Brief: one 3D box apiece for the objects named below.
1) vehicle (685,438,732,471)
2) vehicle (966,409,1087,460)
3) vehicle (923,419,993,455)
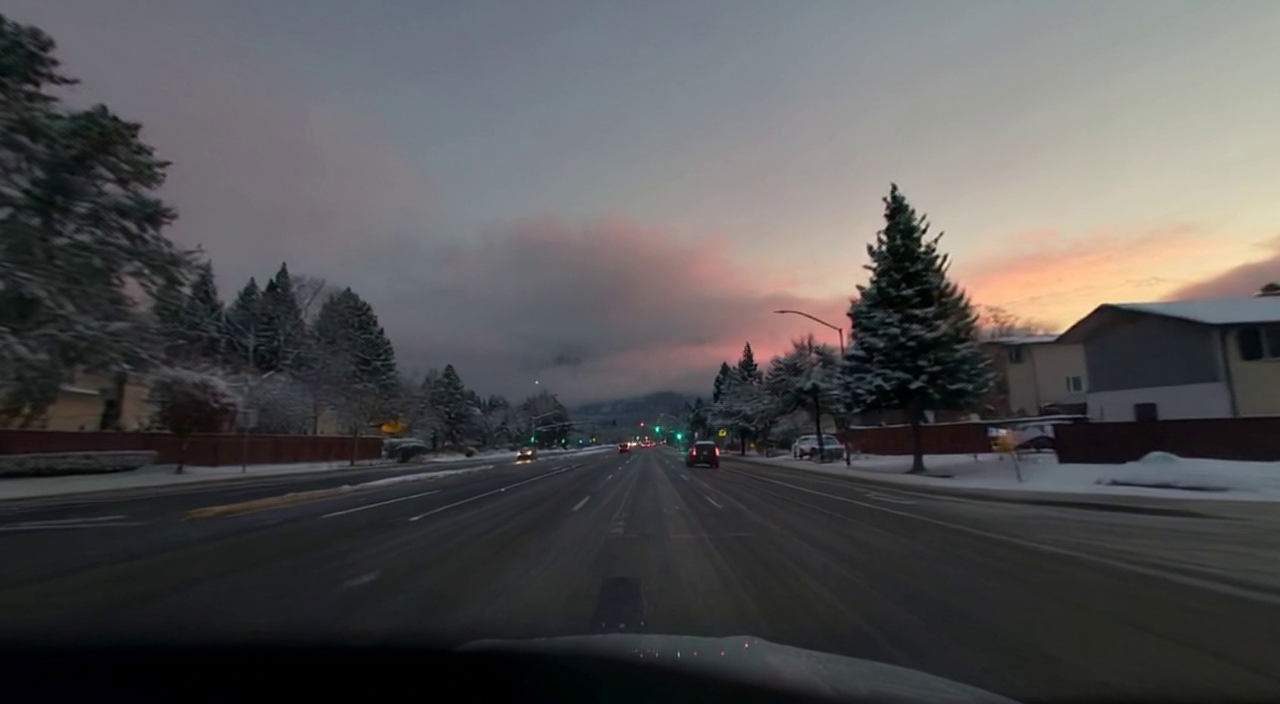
[{"bbox_3d":[3.866,5.911,36.455,2.114,1.780,4.445,0,-8,-1],"label":"vehicle"},{"bbox_3d":[15.498,3.388,25.678,2.084,1.868,5.067,-1,-8,5],"label":"vehicle"},{"bbox_3d":[16.268,4.406,32.460,1.853,1.704,4.060,-2,-9,7],"label":"vehicle"}]
